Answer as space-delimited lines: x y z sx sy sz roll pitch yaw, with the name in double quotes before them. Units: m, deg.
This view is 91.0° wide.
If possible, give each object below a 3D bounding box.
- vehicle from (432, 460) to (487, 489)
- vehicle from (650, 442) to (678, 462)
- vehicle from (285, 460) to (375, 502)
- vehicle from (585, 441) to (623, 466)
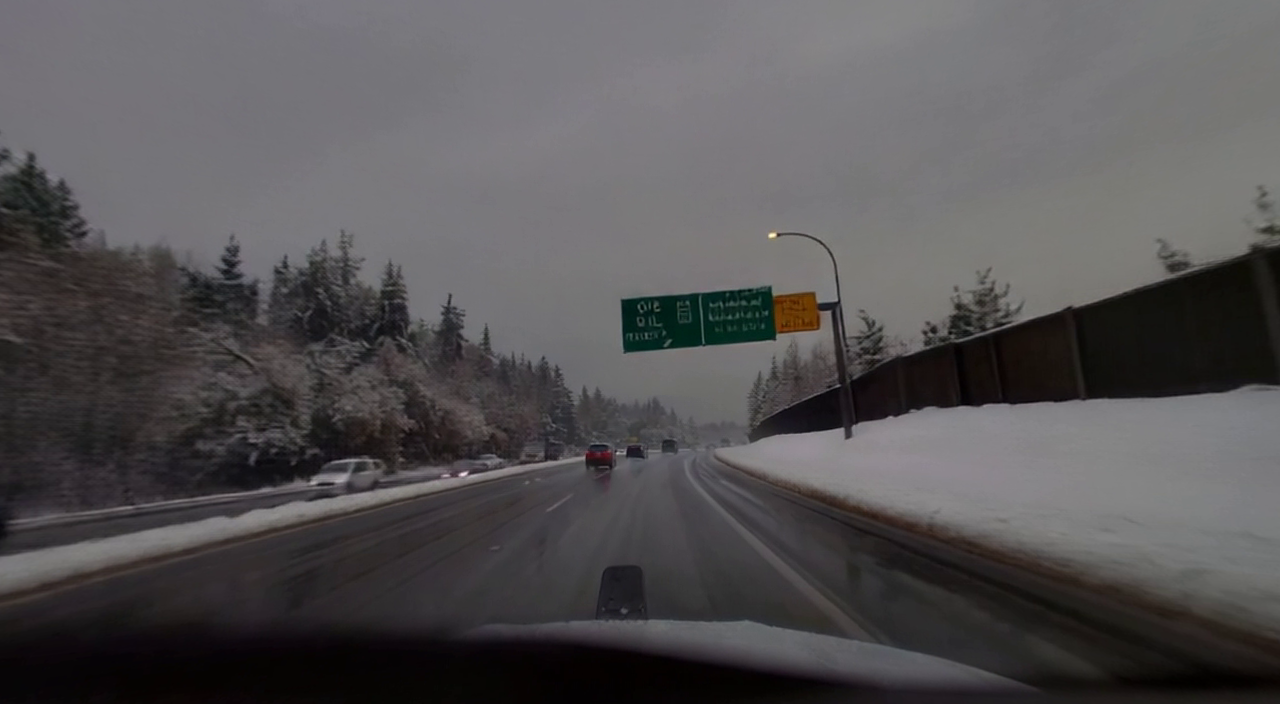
"vehicle" -10.146 6.887 35.650 1.793 1.414 4.022 0 -8 2
"vehicle" 1.910 7.735 48.864 2.077 1.533 3.854 -1 -8 4
"vehicle" -13.945 5.792 28.587 1.795 1.604 4.254 0 -8 2
"vehicle" -2.320 6.609 41.059 1.985 1.518 3.847 -1 -8 4
